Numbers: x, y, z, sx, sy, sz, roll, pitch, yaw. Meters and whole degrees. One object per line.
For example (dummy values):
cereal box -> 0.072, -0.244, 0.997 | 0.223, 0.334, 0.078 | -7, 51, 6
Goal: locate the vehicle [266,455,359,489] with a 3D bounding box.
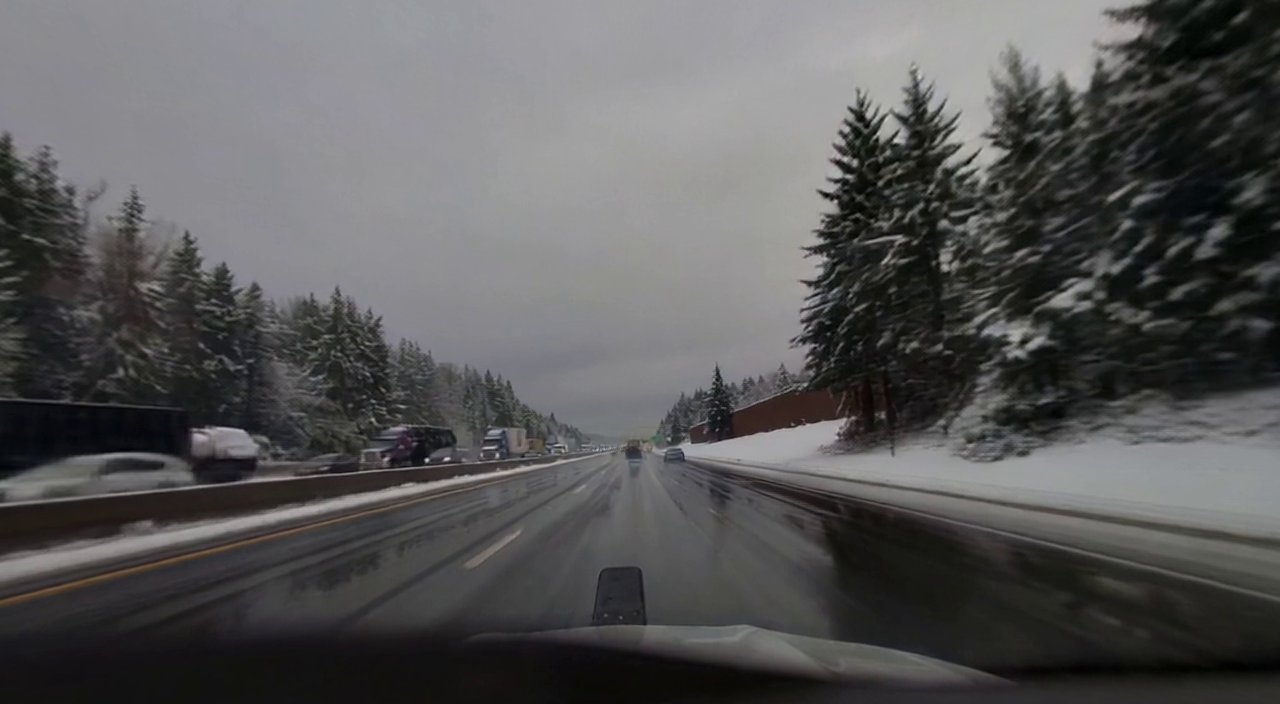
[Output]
vehicle -> -15.855, 5.819, 30.835 | 1.954, 1.488, 4.728 | 0, -9, 0

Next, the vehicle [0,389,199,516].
vehicle -> -20.274, 3.324, 20.881 | 2.745, 3.723, 11.956 | 0, -9, -1

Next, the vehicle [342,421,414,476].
vehicle -> -20.332, 7.523, 49.296 | 2.966, 3.997, 6.255 | 0, -9, -2

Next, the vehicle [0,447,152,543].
vehicle -> -11.285, 2.427, 10.980 | 2.078, 1.522, 4.275 | 0, -9, 0

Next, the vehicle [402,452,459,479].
vehicle -> -11.987, 6.509, 36.384 | 1.862, 1.445, 4.101 | 0, -9, 0
